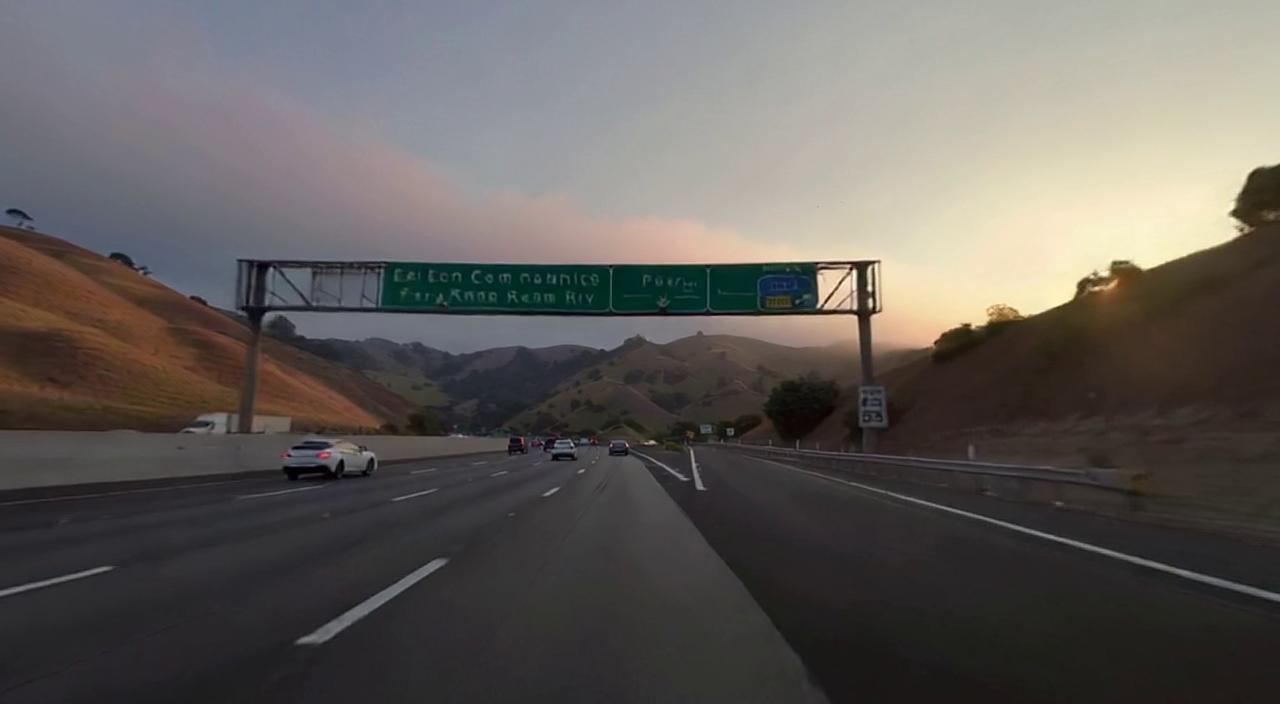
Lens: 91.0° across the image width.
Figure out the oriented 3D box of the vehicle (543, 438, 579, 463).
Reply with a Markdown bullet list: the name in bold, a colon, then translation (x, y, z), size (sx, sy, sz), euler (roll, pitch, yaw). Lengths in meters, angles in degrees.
- **vehicle**: translation (-5.295, 6.666, 42.686), size (2.060, 1.631, 4.214), euler (0, -8, -2)

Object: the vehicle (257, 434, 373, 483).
- **vehicle**: translation (-12.017, 3.955, 23.669), size (2.047, 1.645, 4.451), euler (0, -8, -1)
